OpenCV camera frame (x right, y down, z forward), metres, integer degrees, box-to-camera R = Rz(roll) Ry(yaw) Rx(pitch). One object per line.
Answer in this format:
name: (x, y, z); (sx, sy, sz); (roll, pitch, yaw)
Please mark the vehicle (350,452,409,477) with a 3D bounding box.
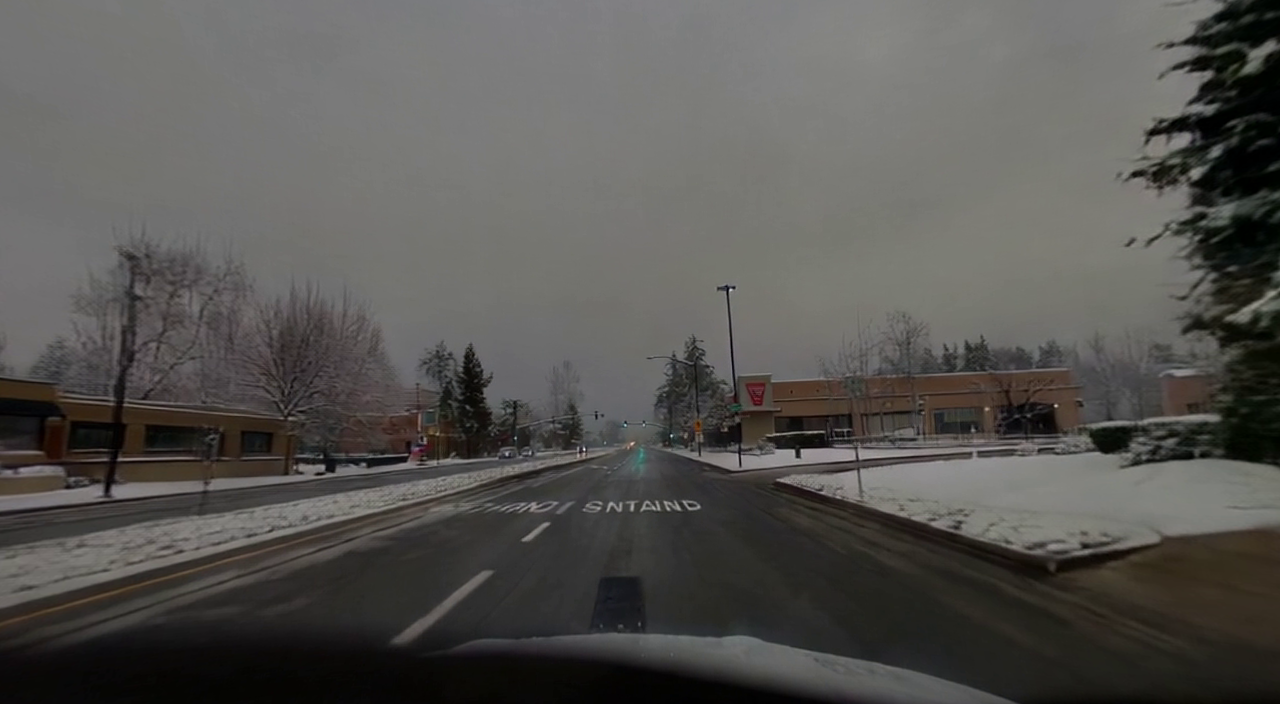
vehicle: (-17.303, 7.452, 41.918); (1.861, 1.541, 4.530); (0, -9, 2)
